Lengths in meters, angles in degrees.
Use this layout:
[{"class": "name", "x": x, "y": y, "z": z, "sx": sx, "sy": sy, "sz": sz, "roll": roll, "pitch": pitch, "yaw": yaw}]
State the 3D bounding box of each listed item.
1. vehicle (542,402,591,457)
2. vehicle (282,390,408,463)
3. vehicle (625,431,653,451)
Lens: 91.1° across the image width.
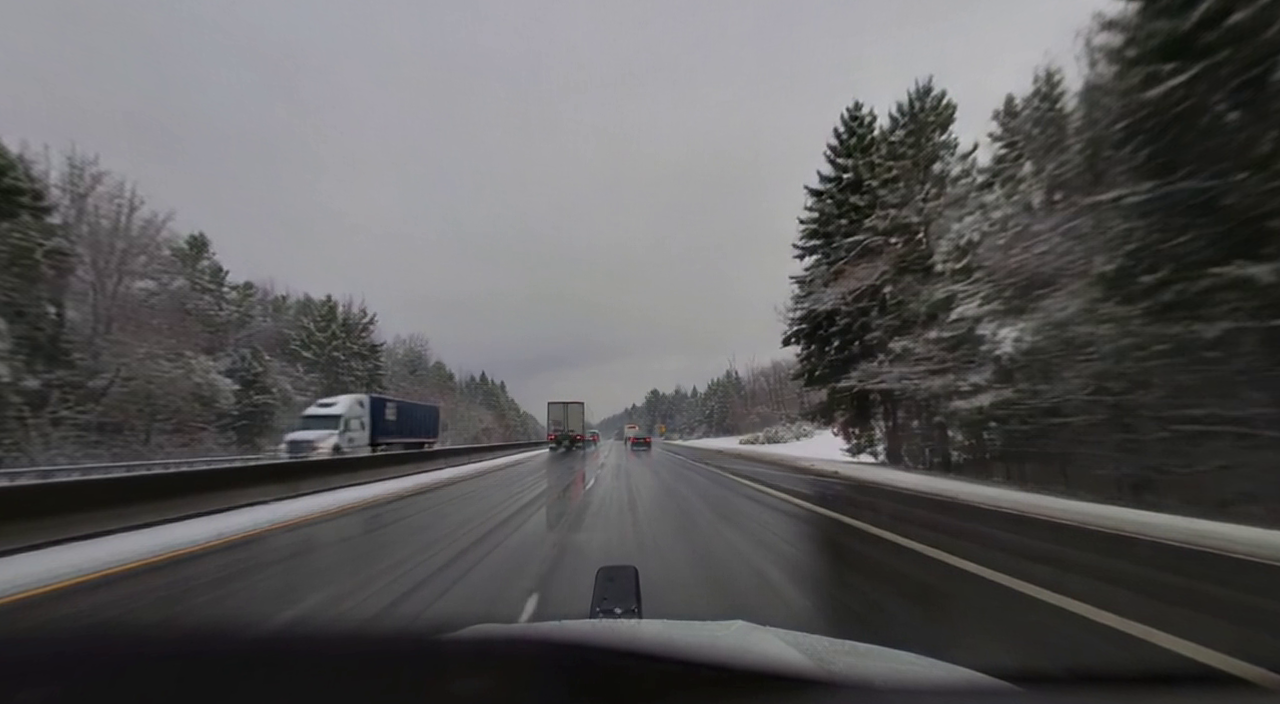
[{"class": "vehicle", "x": -4.397, "y": 4.818, "z": 38.816, "sx": 2.450, "sy": 3.098, "sz": 6.965, "roll": 0, "pitch": -8, "yaw": -2}, {"class": "vehicle", "x": -17.332, "y": 4.580, "z": 38.091, "sx": 2.992, "sy": 3.780, "sz": 10.447, "roll": 0, "pitch": -8, "yaw": -3}, {"class": "vehicle", "x": -0.102, "y": 6.959, "z": 49.053, "sx": 1.988, "sy": 1.472, "sz": 3.716, "roll": 0, "pitch": -8, "yaw": -3}]
